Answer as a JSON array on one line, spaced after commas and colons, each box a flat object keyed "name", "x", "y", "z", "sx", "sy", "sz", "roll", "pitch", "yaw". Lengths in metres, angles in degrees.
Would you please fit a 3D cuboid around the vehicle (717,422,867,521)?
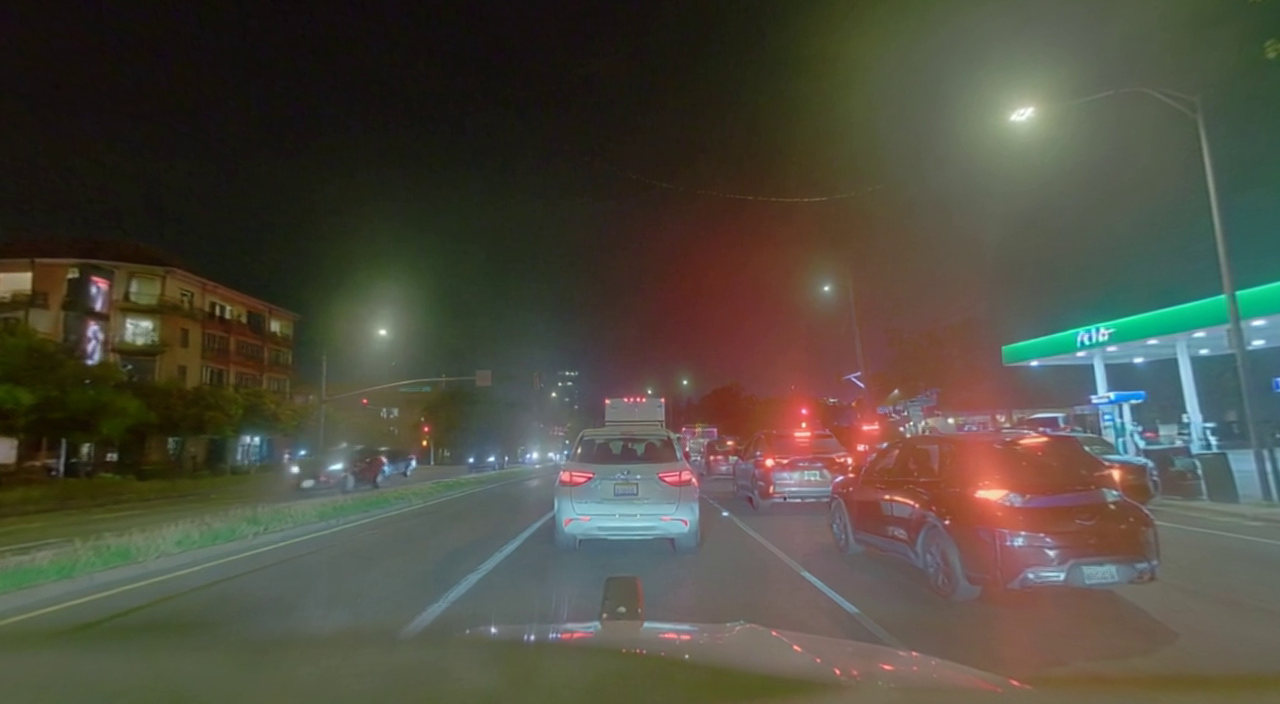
[{"name": "vehicle", "x": 2.904, "y": 2.389, "z": 13.092, "sx": 1.995, "sy": 1.677, "sz": 4.106, "roll": 0, "pitch": -9, "yaw": -1}]

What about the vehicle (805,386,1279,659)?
[{"name": "vehicle", "x": 3.361, "y": 1.397, "z": 6.273, "sx": 2.056, "sy": 1.700, "sz": 4.399, "roll": 0, "pitch": -9, "yaw": -3}]

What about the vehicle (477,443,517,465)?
[{"name": "vehicle", "x": -11.158, "y": 7.995, "z": 49.638, "sx": 2.055, "sy": 1.663, "sz": 4.637, "roll": -1, "pitch": -9, "yaw": 1}]

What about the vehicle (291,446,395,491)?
[{"name": "vehicle", "x": -11.380, "y": 4.466, "z": 24.599, "sx": 1.955, "sy": 1.546, "sz": 4.232, "roll": 0, "pitch": -9, "yaw": 0}]

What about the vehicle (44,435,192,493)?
[{"name": "vehicle", "x": -26.949, "y": 5.757, "z": 33.051, "sx": 2.571, "sy": 2.711, "sz": 6.027, "roll": 0, "pitch": -9, "yaw": 0}]

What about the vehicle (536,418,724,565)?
[{"name": "vehicle", "x": -0.161, "y": 1.849, "z": 9.025, "sx": 2.106, "sy": 1.613, "sz": 3.697, "roll": 0, "pitch": -9, "yaw": -1}]
